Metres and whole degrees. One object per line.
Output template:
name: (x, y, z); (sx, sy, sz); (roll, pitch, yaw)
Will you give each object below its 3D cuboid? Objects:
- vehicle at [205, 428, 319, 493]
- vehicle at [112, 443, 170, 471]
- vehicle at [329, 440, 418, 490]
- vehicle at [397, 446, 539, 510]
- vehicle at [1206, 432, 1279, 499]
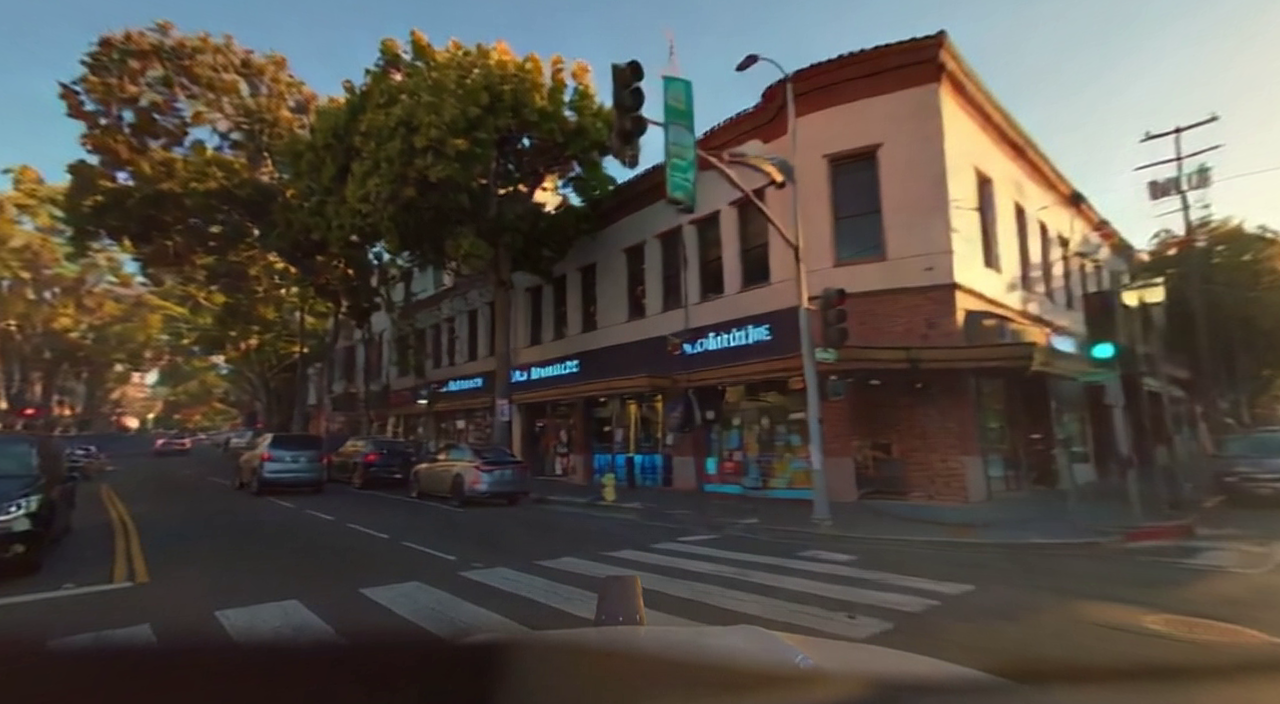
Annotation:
vehicle: (-12.816, 3.590, 21.300); (2.440, 1.882, 4.611); (7, -11, -40)
vehicle: (-27.385, 5.698, 34.593); (2.050, 1.400, 4.666); (7, -11, -41)
vehicle: (-10.220, 4.242, 24.073); (1.882, 1.704, 4.055); (7, -11, -41)
vehicle: (-5.040, 3.472, 18.080); (2.059, 1.550, 4.703); (7, -11, -40)
vehicle: (17.783, 3.093, 17.576); (4.286, 1.596, 2.179); (7, -17, -40)
